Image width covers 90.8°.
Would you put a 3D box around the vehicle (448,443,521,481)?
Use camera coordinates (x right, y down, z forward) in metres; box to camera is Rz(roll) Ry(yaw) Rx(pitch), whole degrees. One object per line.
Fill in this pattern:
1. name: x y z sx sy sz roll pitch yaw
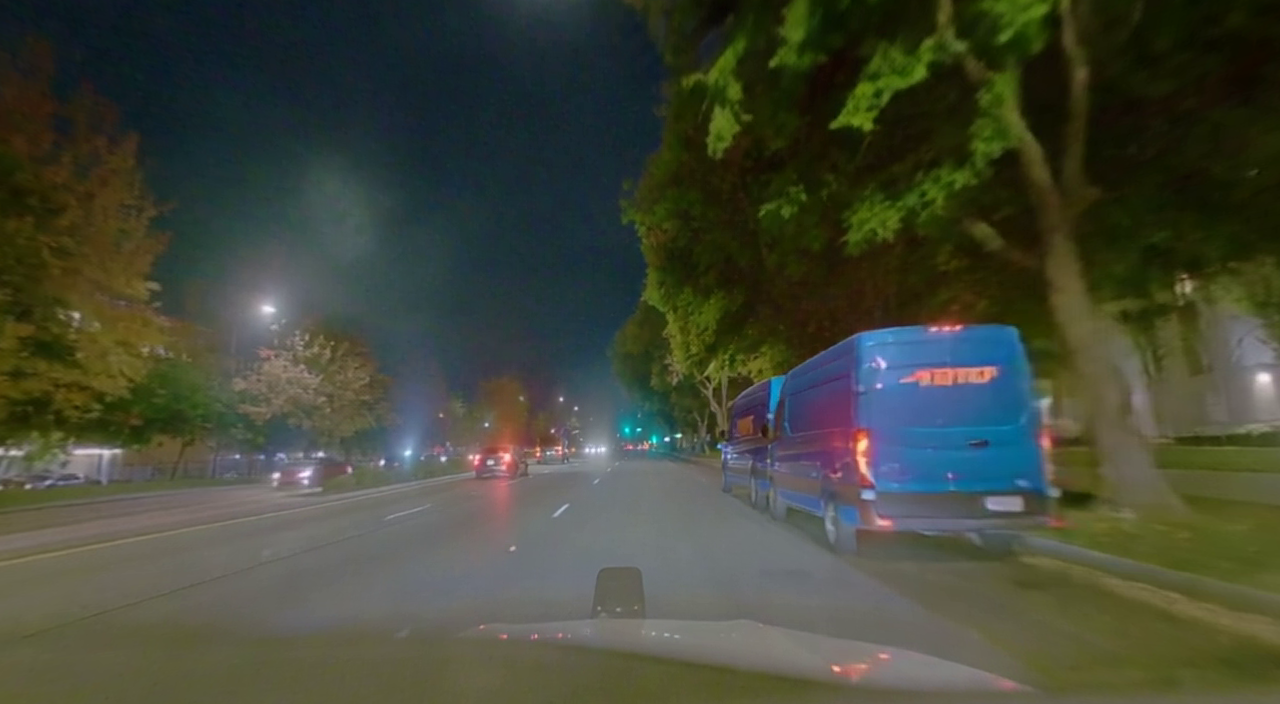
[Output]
1. vehicle: -6.546 4.685 27.123 1.970 1.456 4.441 0 -9 1

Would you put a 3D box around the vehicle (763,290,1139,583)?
1. vehicle: 3.626 1.185 8.902 2.791 3.026 4.668 0 -9 0

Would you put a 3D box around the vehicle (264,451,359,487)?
1. vehicle: -14.909 5.305 28.978 1.842 1.472 4.639 0 -9 0

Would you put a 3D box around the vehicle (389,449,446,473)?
1. vehicle: -14.726 7.253 42.148 2.031 1.466 4.592 0 -9 1

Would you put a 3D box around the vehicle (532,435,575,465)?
1. vehicle: -6.299 7.280 46.979 2.332 2.039 5.678 0 -9 1
